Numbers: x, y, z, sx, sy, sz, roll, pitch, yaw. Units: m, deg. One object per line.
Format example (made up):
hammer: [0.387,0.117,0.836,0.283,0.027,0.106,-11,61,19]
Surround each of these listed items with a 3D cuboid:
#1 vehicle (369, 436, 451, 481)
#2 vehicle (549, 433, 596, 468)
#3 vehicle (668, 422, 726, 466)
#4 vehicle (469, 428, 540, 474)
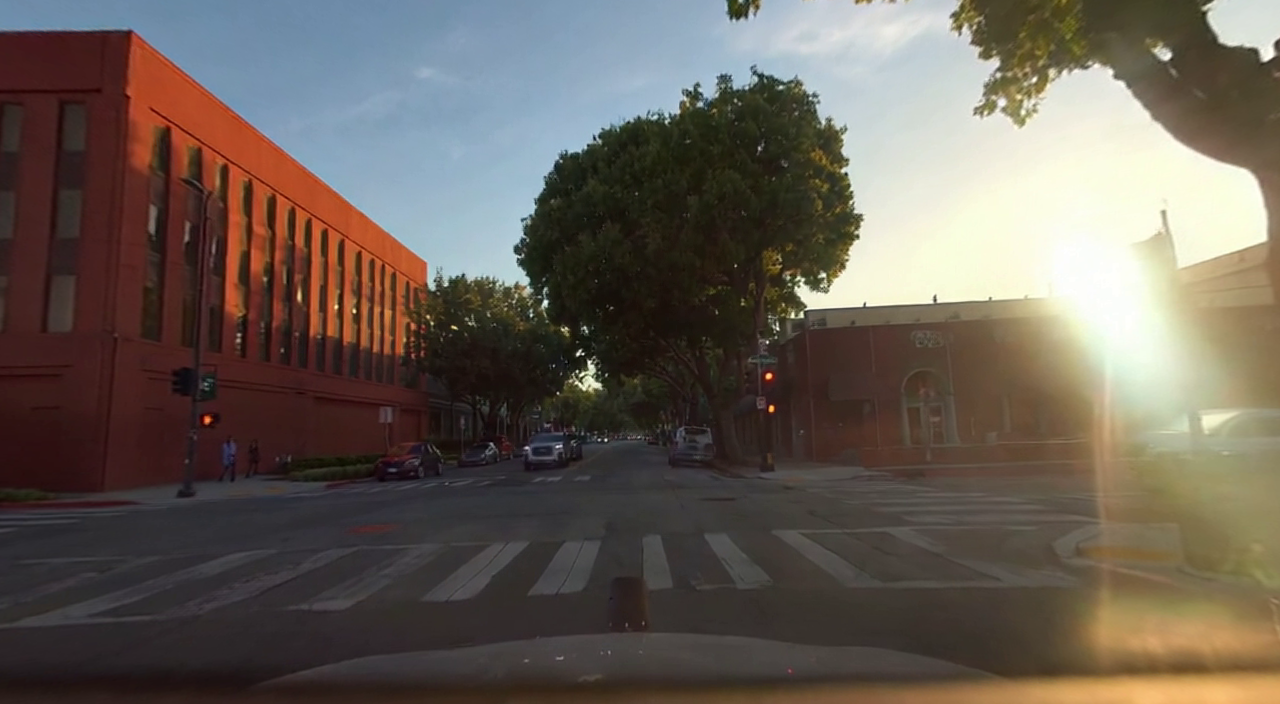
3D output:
vehicle: [-9.924,4.610,27.643,2.216,1.804,4.526,1,-8,-5]
vehicle: [-3.237,4.829,31.005,2.033,1.596,4.142,0,-8,-2]
vehicle: [3.049,5.099,34.937,2.557,2.188,5.164,0,-8,-2]
vehicle: [-5.997,4.461,28.551,2.242,1.887,4.924,0,-8,-2]
